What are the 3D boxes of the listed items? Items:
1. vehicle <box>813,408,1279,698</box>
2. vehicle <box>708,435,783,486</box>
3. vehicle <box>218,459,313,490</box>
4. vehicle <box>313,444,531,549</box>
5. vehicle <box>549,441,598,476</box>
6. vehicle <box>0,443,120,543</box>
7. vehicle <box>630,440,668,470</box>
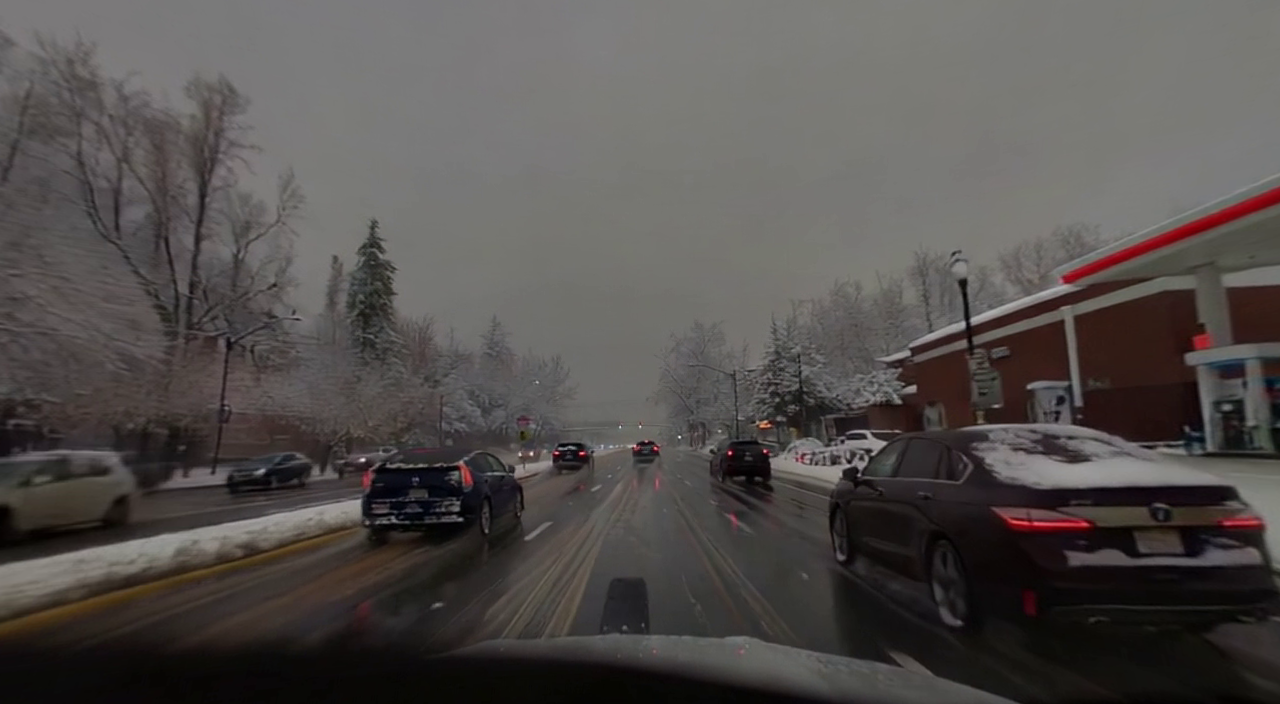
[{"bbox_3d":[3.140,1.390,5.648,1.919,1.502,4.572,0,-8,1],"label":"vehicle"},{"bbox_3d":[3.835,4.042,23.865,1.980,1.709,4.813,0,-8,0],"label":"vehicle"},{"bbox_3d":[-20.457,6.695,34.718,2.223,1.461,4.721,0,-8,3],"label":"vehicle"},{"bbox_3d":[-3.245,2.226,10.497,2.013,1.354,4.393,0,-8,1],"label":"vehicle"},{"bbox_3d":[-3.323,5.383,32.121,1.988,1.645,3.995,0,-8,1],"label":"vehicle"},{"bbox_3d":[-11.986,2.435,10.930,1.993,1.696,4.529,0,-8,1],"label":"vehicle"},{"bbox_3d":[0.532,6.196,38.021,2.192,1.674,4.124,0,-8,0],"label":"vehicle"}]
